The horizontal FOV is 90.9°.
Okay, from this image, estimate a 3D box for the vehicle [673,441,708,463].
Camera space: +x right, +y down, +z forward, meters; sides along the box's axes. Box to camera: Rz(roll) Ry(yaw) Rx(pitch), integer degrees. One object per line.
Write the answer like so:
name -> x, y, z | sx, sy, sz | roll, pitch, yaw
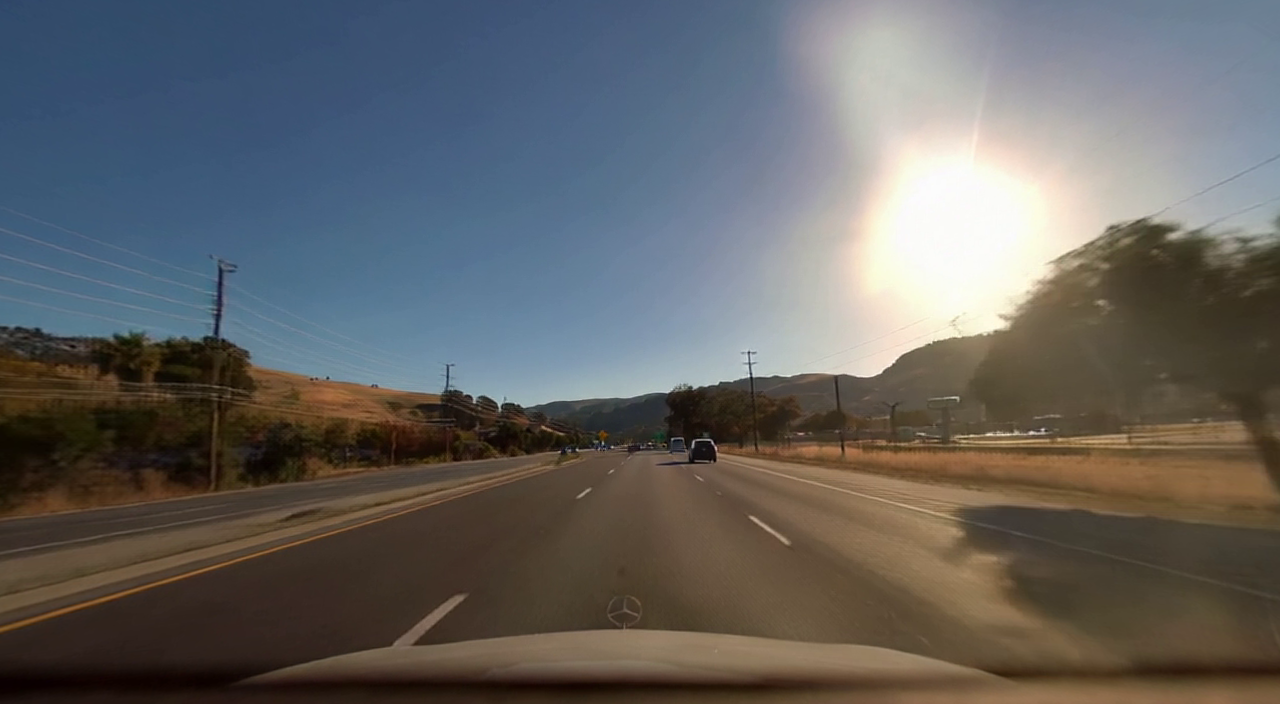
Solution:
vehicle -> 3.617, 7.201, 45.664 | 2.148, 1.538, 4.430 | 0, -8, 0
